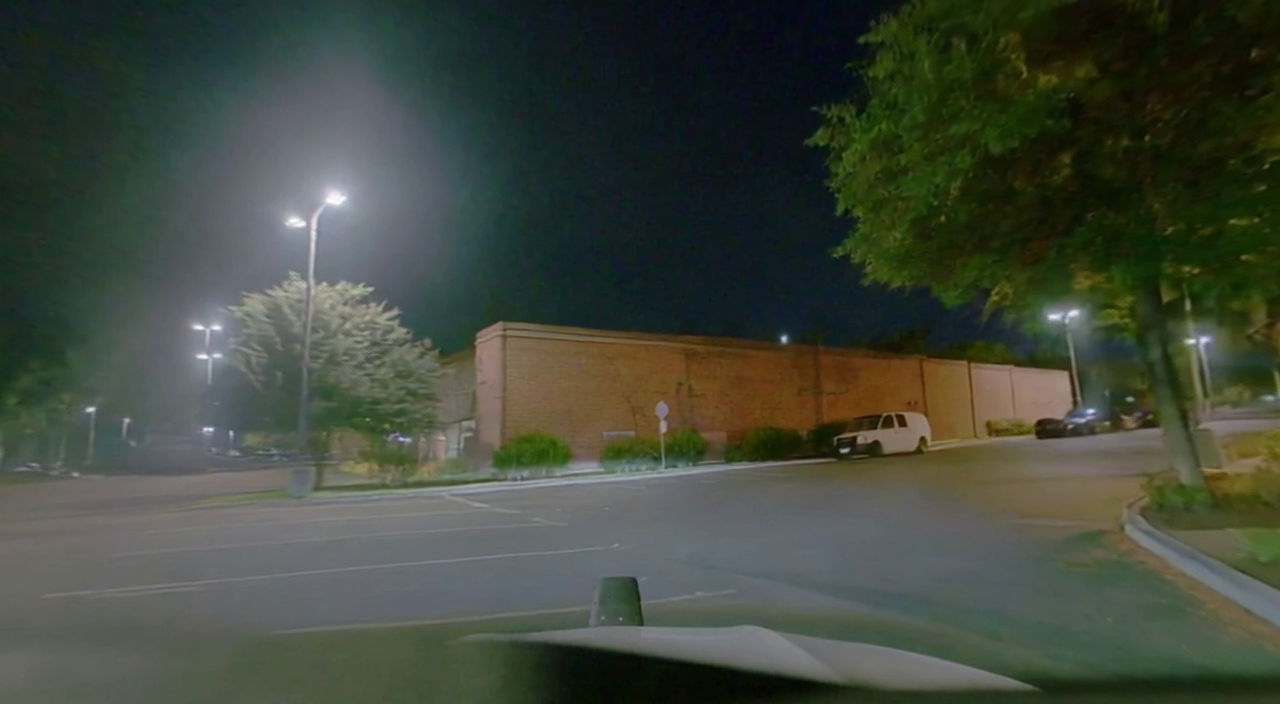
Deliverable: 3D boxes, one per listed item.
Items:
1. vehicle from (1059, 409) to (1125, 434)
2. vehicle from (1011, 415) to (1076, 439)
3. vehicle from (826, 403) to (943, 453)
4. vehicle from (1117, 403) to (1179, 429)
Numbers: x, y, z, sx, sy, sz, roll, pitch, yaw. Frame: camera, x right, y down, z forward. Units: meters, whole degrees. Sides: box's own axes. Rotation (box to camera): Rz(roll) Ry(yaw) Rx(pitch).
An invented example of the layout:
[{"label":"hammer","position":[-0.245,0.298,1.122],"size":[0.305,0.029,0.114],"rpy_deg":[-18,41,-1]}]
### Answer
[{"label":"vehicle","position":[30.526,4.736,42.640],"size":[4.383,1.525,2.038],"rpy_deg":[5,-9,-33]},{"label":"vehicle","position":[25.187,4.655,39.407],"size":[3.630,1.191,1.938],"rpy_deg":[4,-15,-34]},{"label":"vehicle","position":[11.739,3.687,30.207],"size":[5.547,2.193,2.433],"rpy_deg":[6,-10,-34]},{"label":"vehicle","position":[39.087,4.923,48.595],"size":[4.912,1.741,2.360],"rpy_deg":[7,-8,-35]}]
